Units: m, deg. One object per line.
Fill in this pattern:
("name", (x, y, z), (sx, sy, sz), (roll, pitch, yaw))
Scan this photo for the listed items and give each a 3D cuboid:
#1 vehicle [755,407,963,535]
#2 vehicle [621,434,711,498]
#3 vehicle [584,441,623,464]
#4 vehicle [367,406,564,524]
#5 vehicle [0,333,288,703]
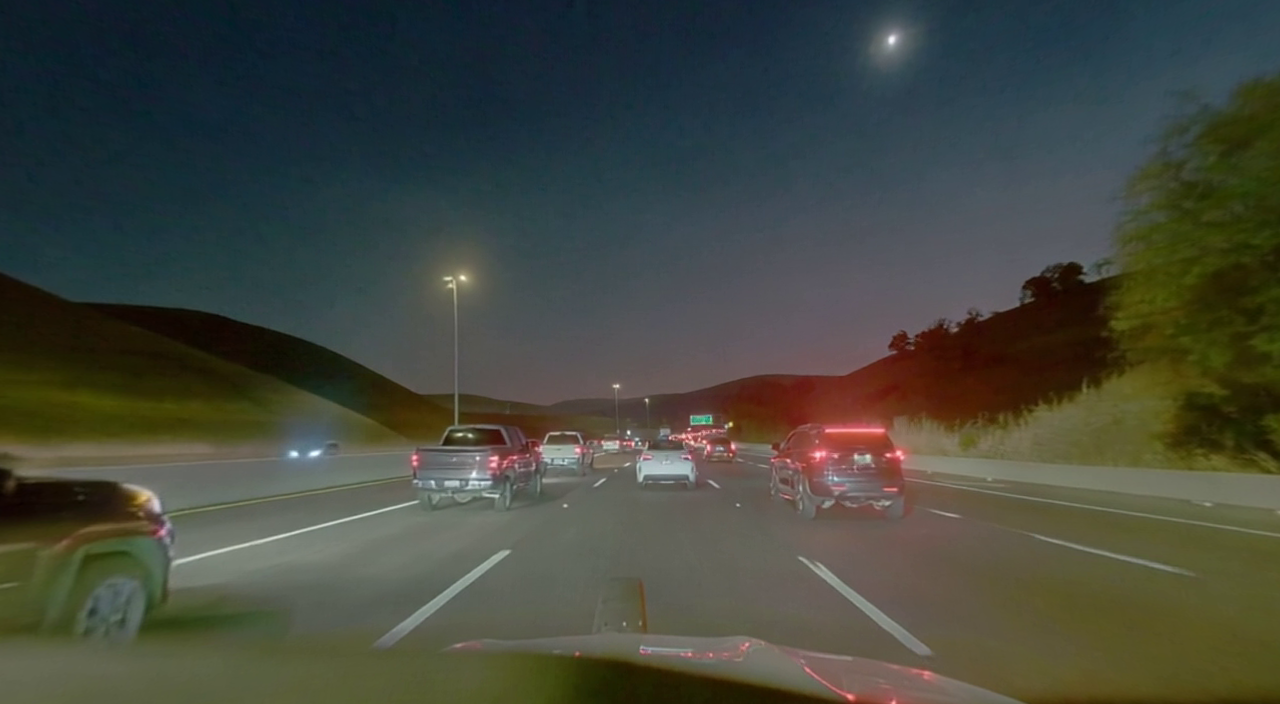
("vehicle", (3.459, 1.988, 11.094), (2.046, 1.765, 4.534), (0, -8, 0))
("vehicle", (0.649, 2.973, 16.906), (2.105, 1.471, 4.349), (0, -8, 1))
("vehicle", (-2.227, 6.242, 39.282), (1.973, 1.378, 3.677), (-1, -8, 4))
("vehicle", (-3.176, 2.221, 13.003), (2.301, 1.902, 5.374), (0, -8, 3))
("vehicle", (-3.573, 0.747, 2.094), (2.179, 1.723, 4.410), (0, -8, 1))
